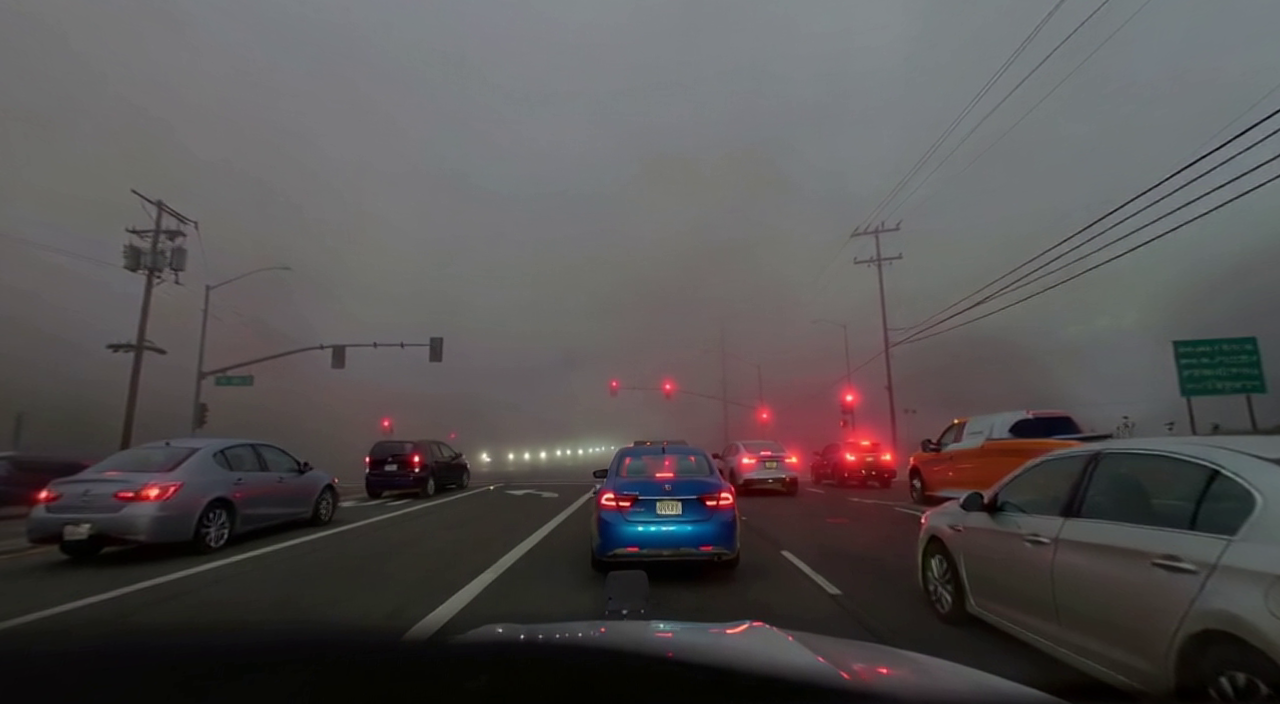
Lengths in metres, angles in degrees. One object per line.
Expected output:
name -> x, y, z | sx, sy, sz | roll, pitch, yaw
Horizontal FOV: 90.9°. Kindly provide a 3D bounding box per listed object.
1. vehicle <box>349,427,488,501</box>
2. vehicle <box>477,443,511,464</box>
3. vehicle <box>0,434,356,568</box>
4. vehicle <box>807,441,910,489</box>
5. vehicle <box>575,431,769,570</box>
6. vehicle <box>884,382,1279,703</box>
vehicle -> -6.237, 3.209, 18.582 | 2.070, 1.824, 5.196 | -1, -8, 2
vehicle -> -11.540, 8.051, 49.993 | 1.771, 1.574, 3.817 | -1, -8, 0
vehicle -> -6.405, 2.035, 9.551 | 1.955, 1.497, 4.639 | -1, -8, 1
vehicle -> 7.283, 3.778, 21.545 | 1.867, 1.459, 4.436 | 0, -8, -1
vehicle -> 0.330, 1.906, 8.901 | 2.109, 1.483, 3.964 | 0, -8, 0
vehicle -> 3.129, 1.065, 3.537 | 1.870, 1.523, 4.096 | 0, -8, 0
